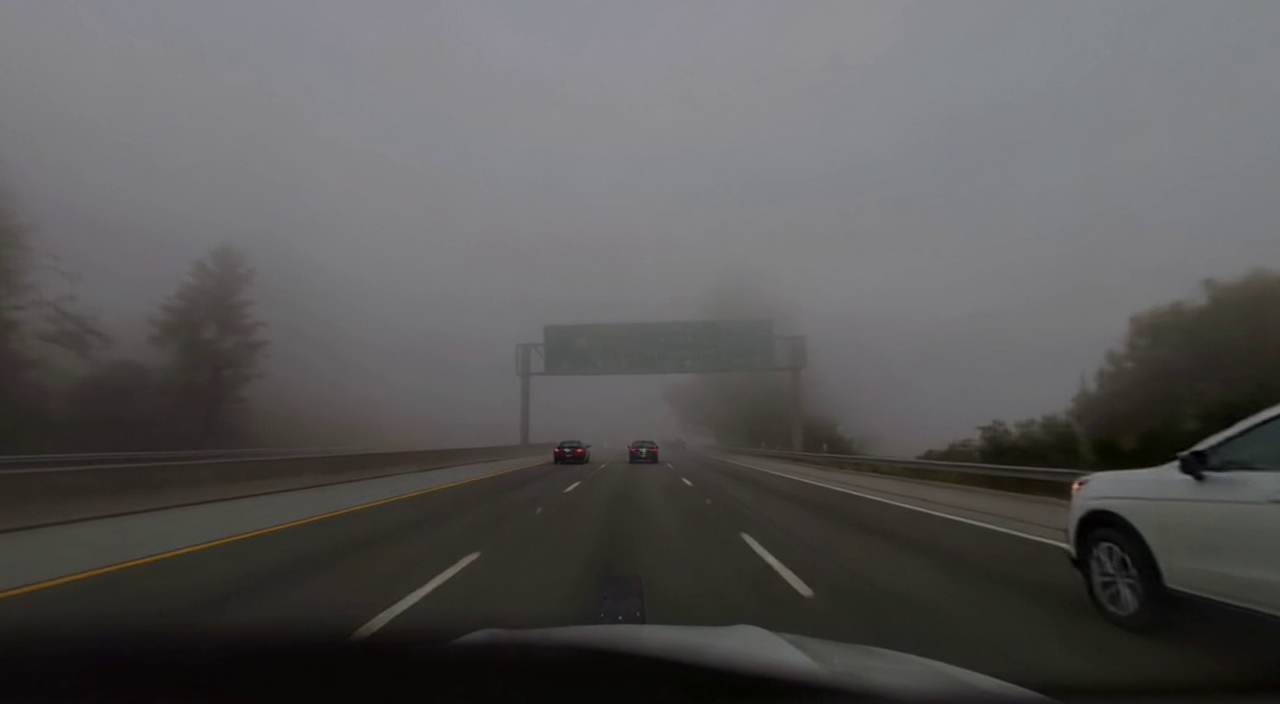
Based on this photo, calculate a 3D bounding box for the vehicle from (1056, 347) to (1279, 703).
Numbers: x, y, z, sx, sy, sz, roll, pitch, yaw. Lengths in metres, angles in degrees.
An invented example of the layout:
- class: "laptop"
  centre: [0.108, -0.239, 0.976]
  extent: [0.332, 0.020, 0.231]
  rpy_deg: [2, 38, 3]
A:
- class: "vehicle"
  centre: [4.091, 0.746, 2.378]
  extent: [2.025, 1.707, 4.279]
  rpy_deg: [0, -8, -1]

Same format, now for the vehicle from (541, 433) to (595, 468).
- class: "vehicle"
  centre: [-3.526, 4.899, 31.454]
  extent: [2.066, 1.561, 4.495]
  rpy_deg: [0, -8, 1]

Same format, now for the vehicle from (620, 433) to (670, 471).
- class: "vehicle"
  centre: [0.221, 4.349, 27.477]
  extent: [2.049, 1.542, 3.816]
  rpy_deg: [0, -8, 1]
